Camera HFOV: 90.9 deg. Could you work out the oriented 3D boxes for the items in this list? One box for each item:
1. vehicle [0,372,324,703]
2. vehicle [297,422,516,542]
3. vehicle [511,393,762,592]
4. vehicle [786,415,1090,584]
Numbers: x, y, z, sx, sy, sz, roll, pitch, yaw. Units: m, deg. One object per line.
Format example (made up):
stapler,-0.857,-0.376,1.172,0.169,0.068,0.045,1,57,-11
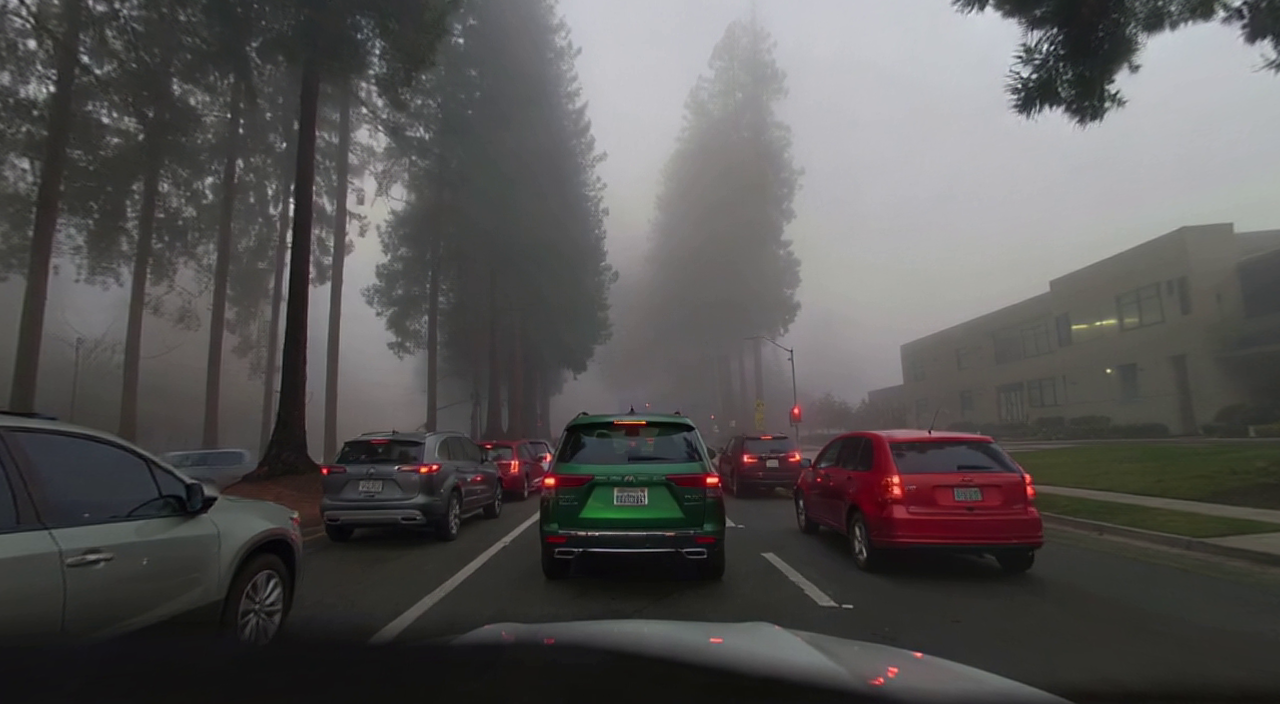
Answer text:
vehicle,-3.781,0.991,3.292,1.929,1.641,4.193,0,-8,2
vehicle,-3.660,2.112,10.916,2.042,1.641,4.314,0,-8,1
vehicle,-0.009,1.534,7.640,2.193,1.744,4.033,0,-8,1
vehicle,3.262,1.667,7.858,1.922,1.579,3.642,0,-8,-1
